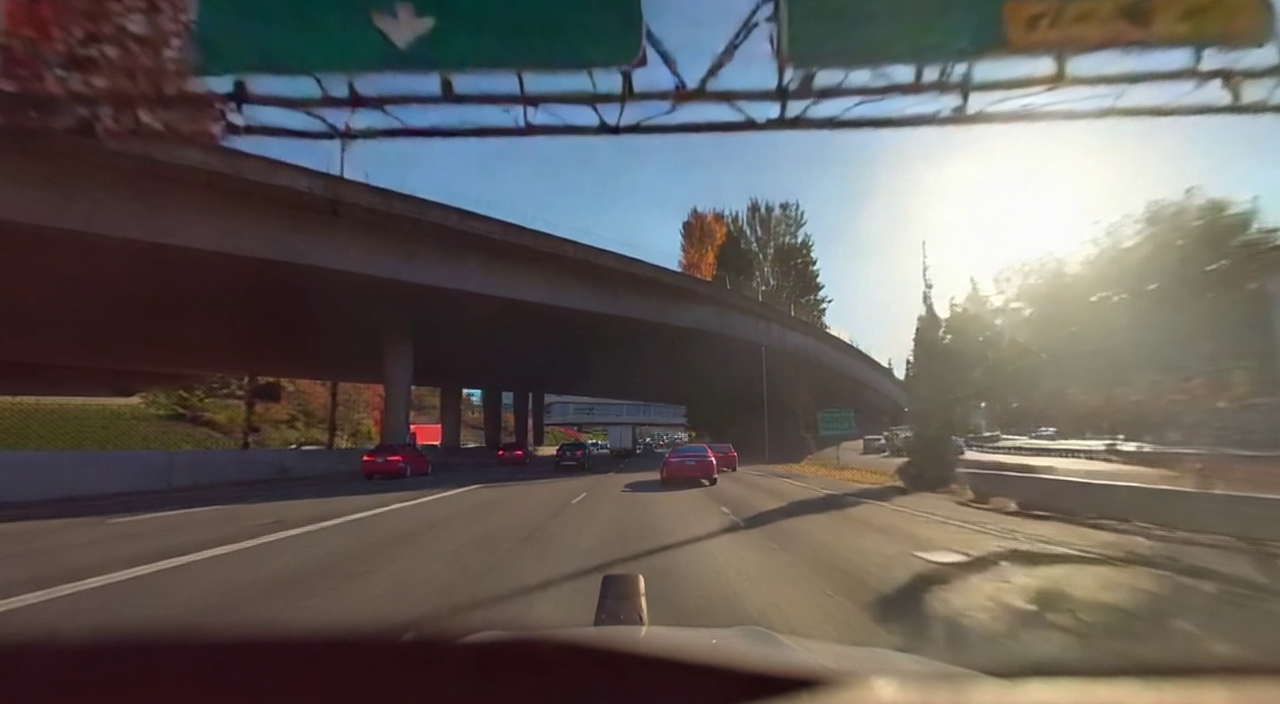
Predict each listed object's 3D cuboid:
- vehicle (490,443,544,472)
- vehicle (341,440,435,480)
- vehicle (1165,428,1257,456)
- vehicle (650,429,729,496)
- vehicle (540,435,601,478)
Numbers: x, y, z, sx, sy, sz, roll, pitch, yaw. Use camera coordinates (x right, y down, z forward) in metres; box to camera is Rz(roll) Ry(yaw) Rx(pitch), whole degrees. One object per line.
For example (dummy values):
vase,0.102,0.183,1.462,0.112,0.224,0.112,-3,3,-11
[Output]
vehicle,-6.875,5.932,35.734,2.057,1.496,4.661,0,-9,1
vehicle,-10.677,4.601,27.112,2.006,1.509,4.634,0,-9,1
vehicle,38.213,6.020,42.212,4.187,1.609,1.944,-3,-7,0
vehicle,1.390,3.307,19.111,2.101,1.742,4.495,0,-9,1
vehicle,-3.000,4.653,28.223,2.111,1.742,4.315,0,-9,1
